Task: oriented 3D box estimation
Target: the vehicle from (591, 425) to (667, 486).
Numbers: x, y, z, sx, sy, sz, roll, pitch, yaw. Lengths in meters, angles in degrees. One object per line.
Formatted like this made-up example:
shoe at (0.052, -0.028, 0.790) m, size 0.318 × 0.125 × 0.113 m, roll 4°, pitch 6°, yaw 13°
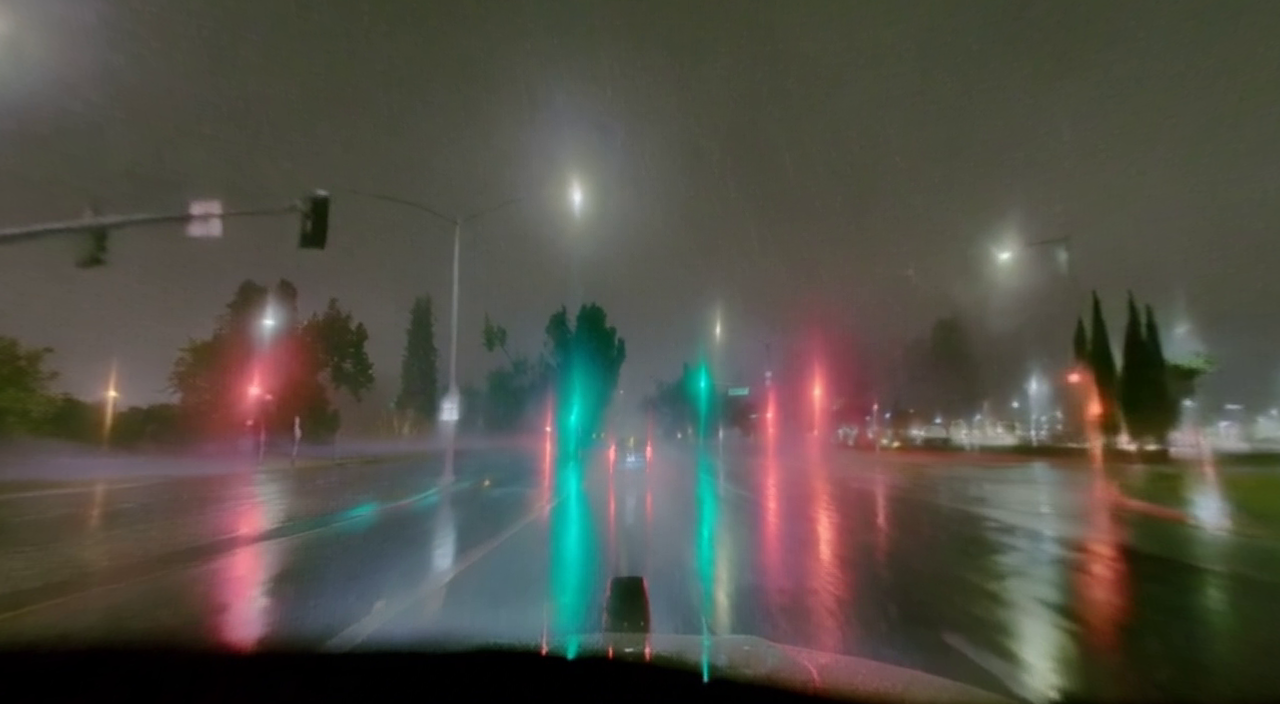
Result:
vehicle at (-0.336, 3.297, 20.353) m, size 2.192 × 1.734 × 4.176 m, roll 0°, pitch -8°, yaw 0°
